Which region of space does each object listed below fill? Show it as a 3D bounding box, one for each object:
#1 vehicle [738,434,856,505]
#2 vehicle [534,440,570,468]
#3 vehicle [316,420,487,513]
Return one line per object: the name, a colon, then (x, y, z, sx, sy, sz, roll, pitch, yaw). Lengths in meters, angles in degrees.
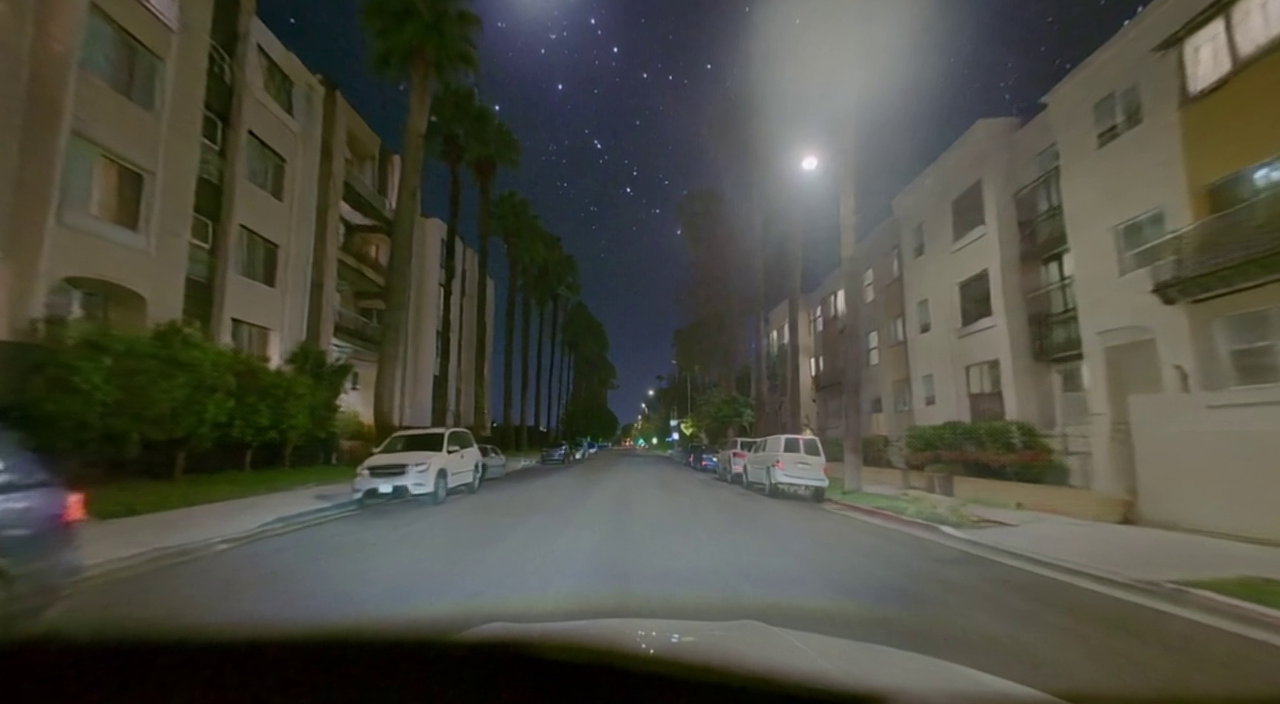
vehicle: (4.390, 3.351, 18.539, 1.969, 1.782, 4.677, 0, -9, -4)
vehicle: (-6.035, 7.012, 43.665, 1.947, 1.806, 4.413, 1, -8, -2)
vehicle: (-5.681, 2.834, 16.090, 2.358, 1.905, 5.615, 0, -9, -2)
